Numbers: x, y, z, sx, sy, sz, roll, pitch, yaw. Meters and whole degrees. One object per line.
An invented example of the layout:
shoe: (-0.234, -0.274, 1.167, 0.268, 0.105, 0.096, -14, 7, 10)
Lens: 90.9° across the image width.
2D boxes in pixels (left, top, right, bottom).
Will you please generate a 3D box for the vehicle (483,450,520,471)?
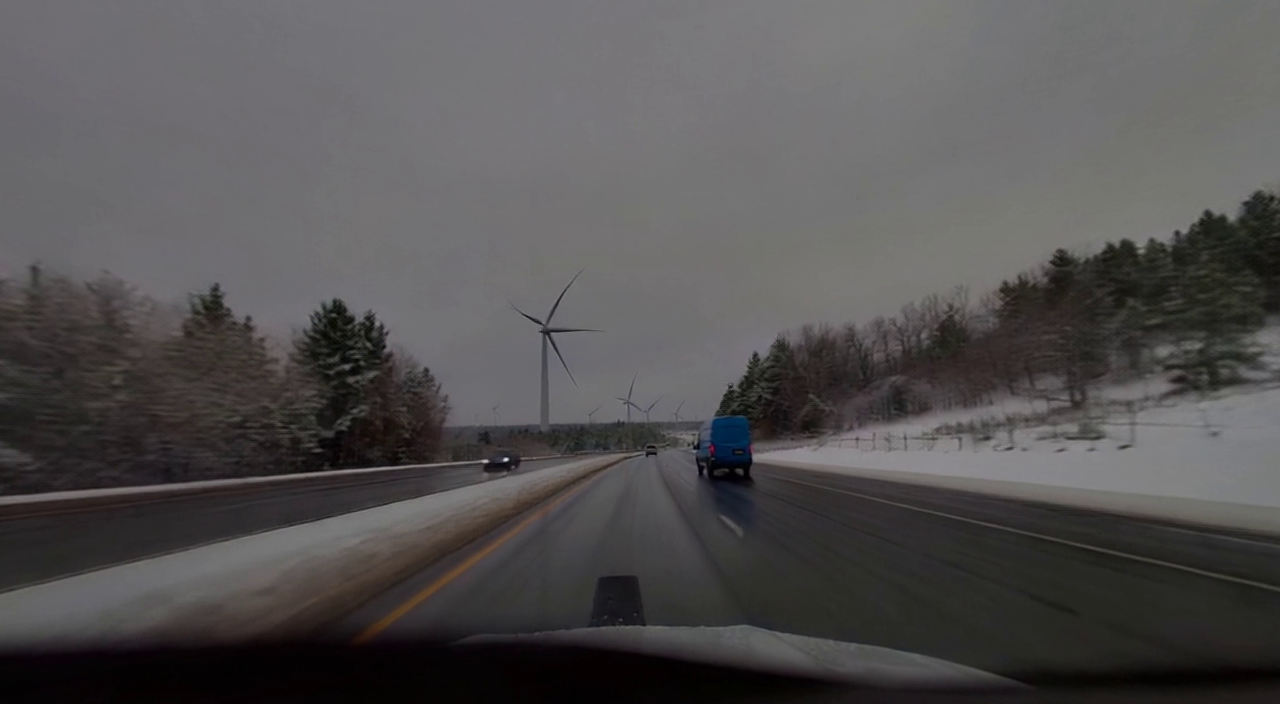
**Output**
vehicle: (-10.240, 8.032, 46.843, 1.914, 1.446, 3.942, 0, -9, -1)

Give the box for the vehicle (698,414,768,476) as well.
vehicle: (4.359, 4.545, 30.718, 2.437, 2.735, 5.507, 0, -9, -1)
